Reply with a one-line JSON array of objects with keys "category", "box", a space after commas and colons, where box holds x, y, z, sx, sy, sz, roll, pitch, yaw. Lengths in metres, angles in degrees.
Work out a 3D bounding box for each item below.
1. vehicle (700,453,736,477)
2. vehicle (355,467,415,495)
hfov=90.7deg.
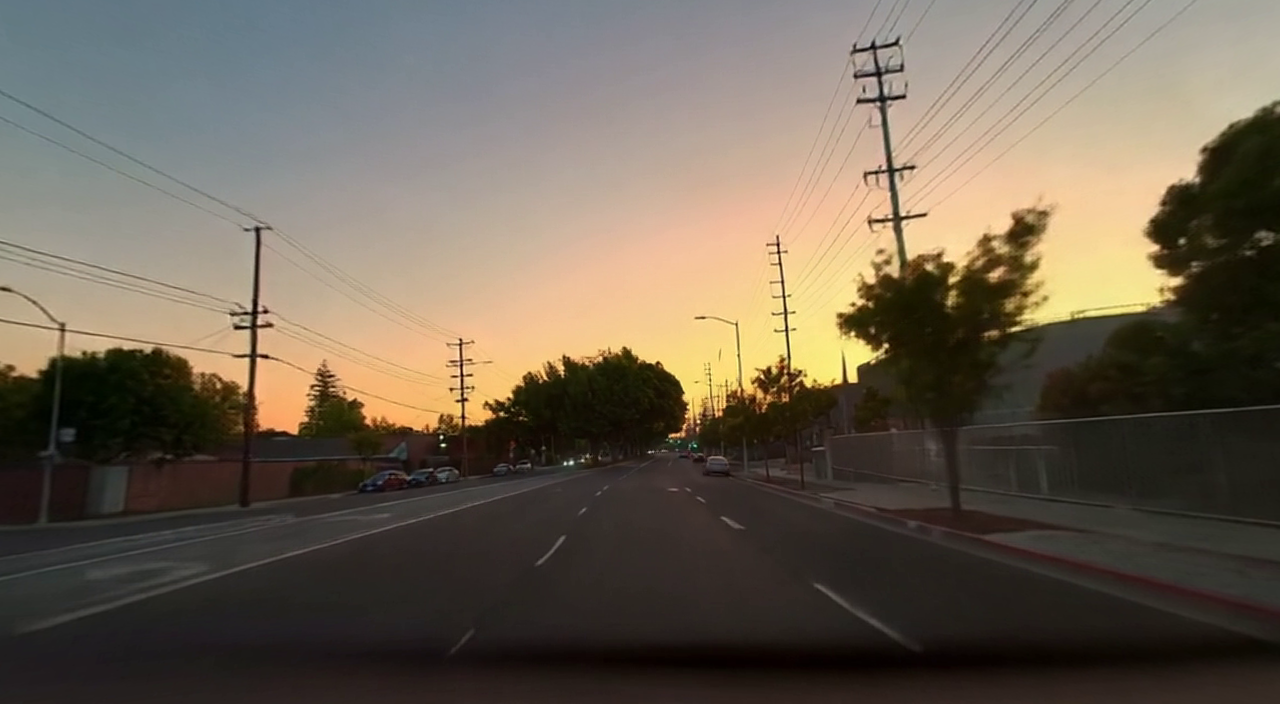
[{"category": "vehicle", "box": [5.263, 7.689, 43.222, 2.002, 1.459, 4.357, 0, -9, 1]}, {"category": "vehicle", "box": [-16.664, 8.426, 41.607, 1.892, 1.515, 4.622, -6, -11, 1]}]
